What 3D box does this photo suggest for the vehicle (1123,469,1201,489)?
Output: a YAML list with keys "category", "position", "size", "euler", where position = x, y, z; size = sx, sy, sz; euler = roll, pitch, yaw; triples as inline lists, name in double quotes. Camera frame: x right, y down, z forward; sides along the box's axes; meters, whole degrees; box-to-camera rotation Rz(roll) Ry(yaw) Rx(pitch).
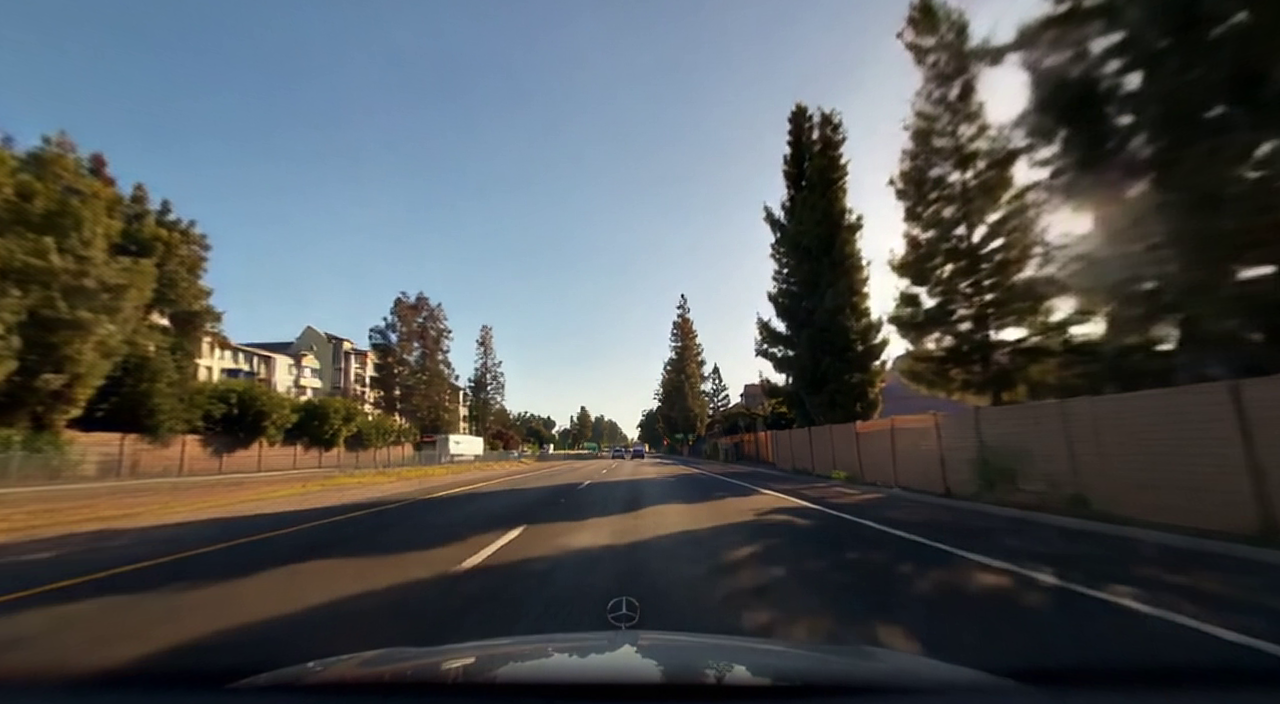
- category: "vehicle"
  position: [39.994, 9.718, 48.296]
  size: [4.374, 1.432, 1.901]
  euler: [1, -9, -4]
